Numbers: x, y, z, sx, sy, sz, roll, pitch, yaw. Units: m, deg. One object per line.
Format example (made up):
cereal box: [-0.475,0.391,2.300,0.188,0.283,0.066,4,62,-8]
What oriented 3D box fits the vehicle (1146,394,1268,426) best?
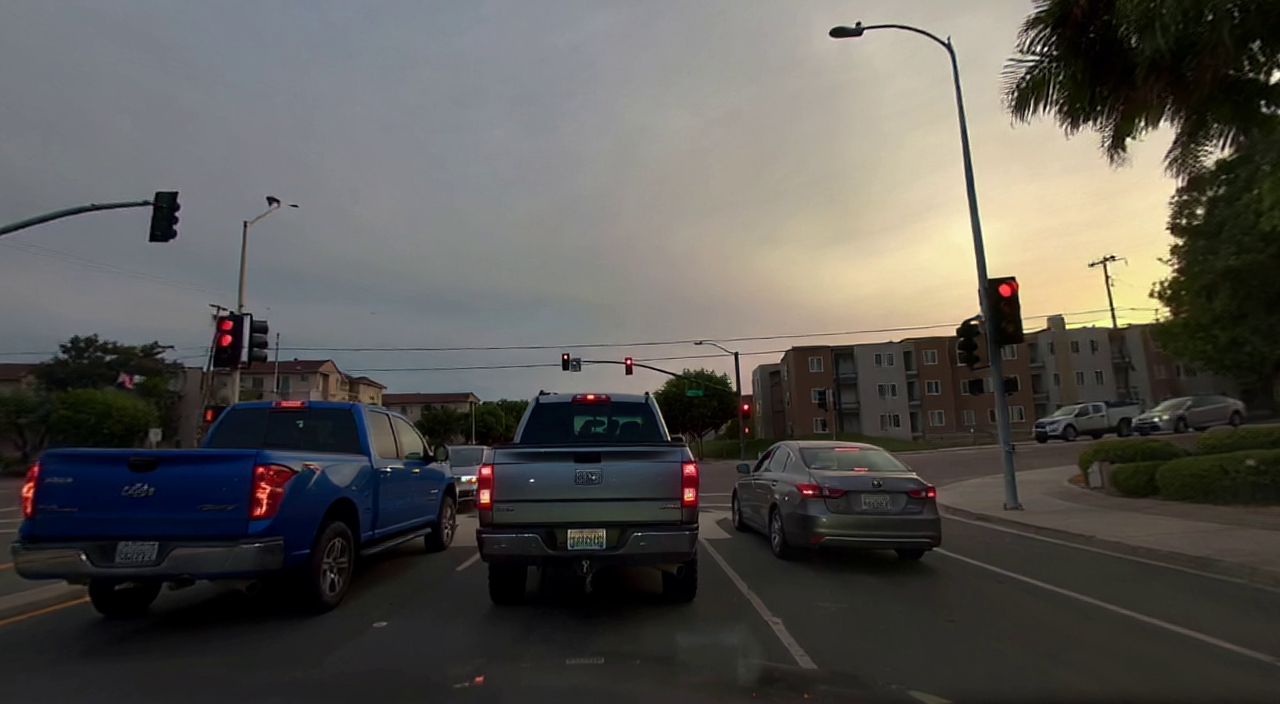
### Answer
vehicle: [29.265,3.043,32.698,4.540,1.543,1.803,0,-9,0]

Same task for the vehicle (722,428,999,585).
vehicle: [2.405,1.815,8.307,2.016,1.481,4.336,0,-9,-1]

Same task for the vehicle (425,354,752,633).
vehicle: [-0.397,1.314,6.751,2.282,1.964,4.421,0,-9,-1]

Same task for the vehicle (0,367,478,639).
vehicle: [-3.466,1.396,6.927,2.146,1.828,5.148,0,-9,-2]

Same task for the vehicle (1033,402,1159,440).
vehicle: [23.327,3.585,32.489,4.721,1.866,2.188,0,-9,2]
